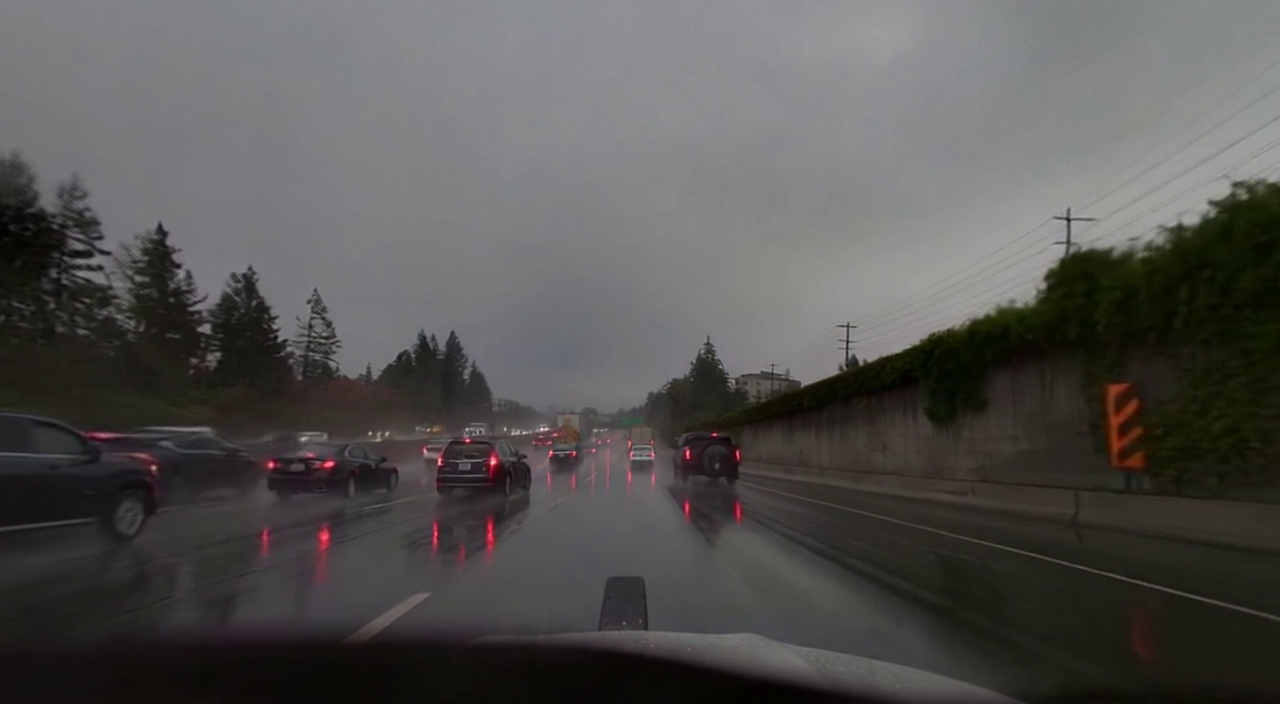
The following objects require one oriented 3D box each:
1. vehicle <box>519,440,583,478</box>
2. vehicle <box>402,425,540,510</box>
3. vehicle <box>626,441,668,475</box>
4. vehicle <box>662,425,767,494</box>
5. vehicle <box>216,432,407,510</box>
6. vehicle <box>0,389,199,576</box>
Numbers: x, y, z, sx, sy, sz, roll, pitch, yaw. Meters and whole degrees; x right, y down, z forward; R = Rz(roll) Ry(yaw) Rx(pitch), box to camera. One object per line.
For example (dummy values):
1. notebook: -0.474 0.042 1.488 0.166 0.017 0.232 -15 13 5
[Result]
1. vehicle: -3.798 4.658 27.822 2.049 1.530 4.707 0 -8 1
2. vehicle: -3.800 2.692 15.151 2.026 1.719 4.490 0 -8 1
3. vehicle: 0.337 5.544 33.258 2.092 1.671 3.889 0 -8 -1
4. vehicle: 2.417 3.748 22.485 2.793 2.132 5.682 0 -8 -3
5. vehicle: -7.391 2.704 14.893 1.985 1.529 4.710 0 -8 0
6. vehicle: -7.407 1.337 6.558 2.222 1.825 4.640 0 -8 1
